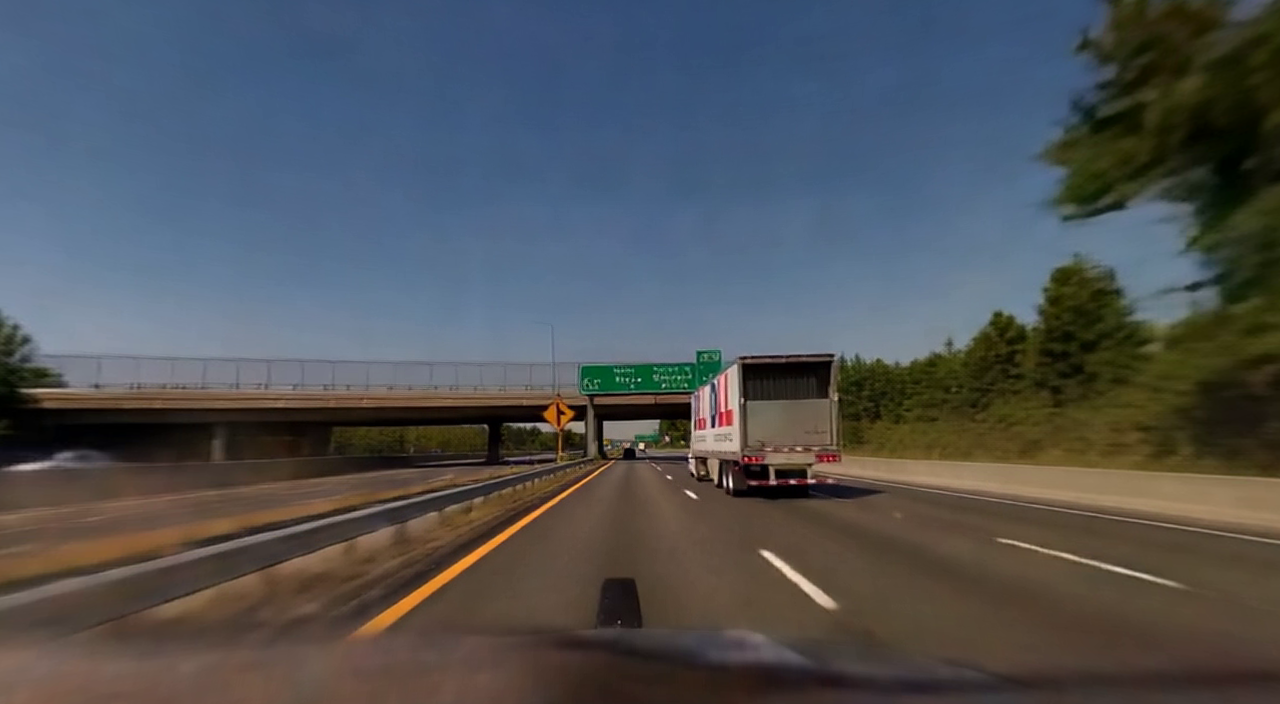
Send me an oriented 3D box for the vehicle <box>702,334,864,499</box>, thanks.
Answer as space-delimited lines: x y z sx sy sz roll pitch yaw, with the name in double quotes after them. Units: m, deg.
3.921 2.187 19.648 2.879 4.075 8.126 0 -9 -2 "vehicle"
